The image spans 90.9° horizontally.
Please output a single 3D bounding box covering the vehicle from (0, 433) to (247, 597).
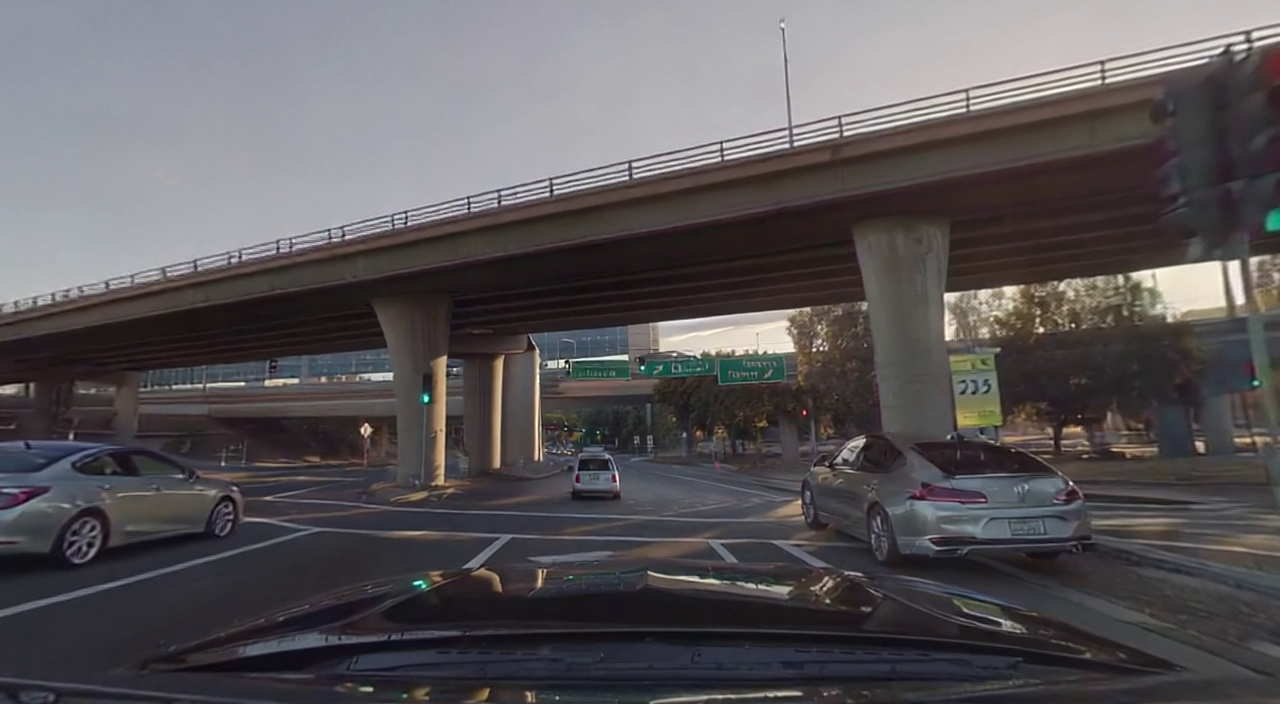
[{"bbox_3d":[-7.691,1.974,8.497,2.108,1.670,4.235,0,-8,-2],"label":"vehicle"}]
